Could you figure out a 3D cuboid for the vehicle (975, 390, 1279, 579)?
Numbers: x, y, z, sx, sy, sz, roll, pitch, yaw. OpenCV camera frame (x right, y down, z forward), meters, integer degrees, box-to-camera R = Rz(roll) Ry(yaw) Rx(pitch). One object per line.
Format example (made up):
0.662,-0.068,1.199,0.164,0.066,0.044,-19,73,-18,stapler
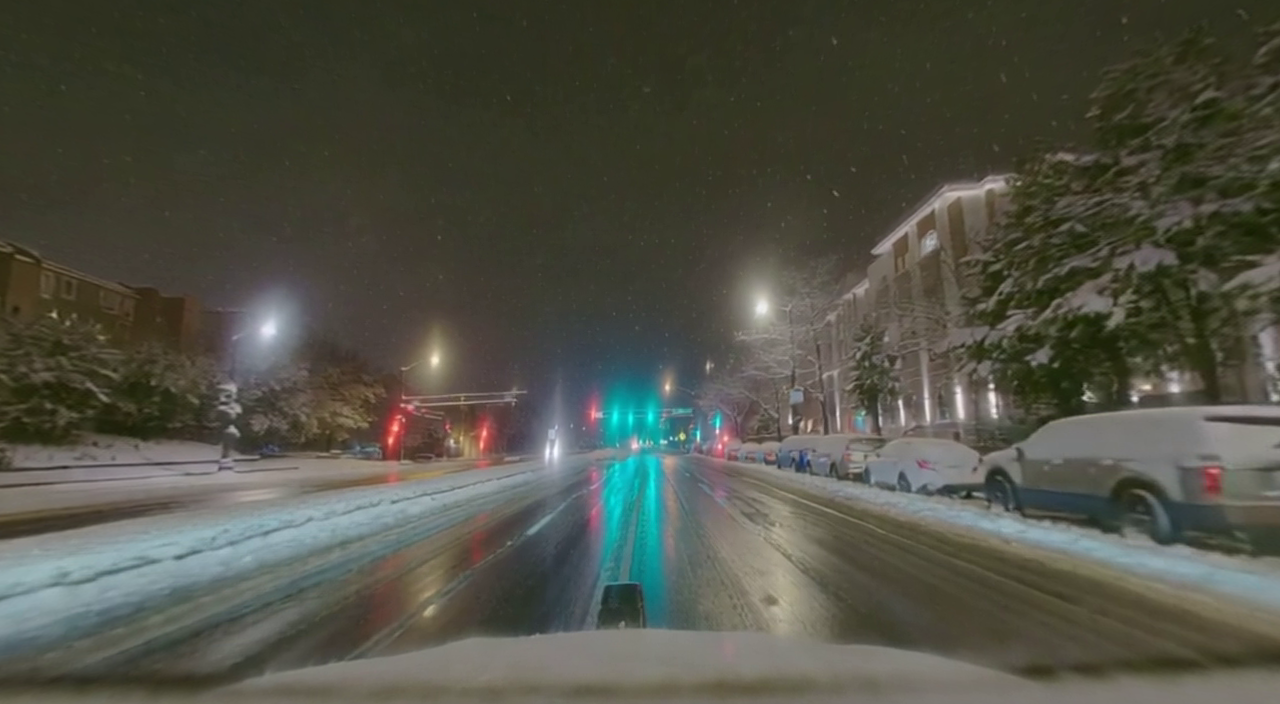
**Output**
6.789,1.596,8.382,1.983,1.772,4.833,0,-8,1,vehicle

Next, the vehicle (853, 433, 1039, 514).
6.678,2.678,14.488,2.020,1.520,4.876,0,-8,3,vehicle
